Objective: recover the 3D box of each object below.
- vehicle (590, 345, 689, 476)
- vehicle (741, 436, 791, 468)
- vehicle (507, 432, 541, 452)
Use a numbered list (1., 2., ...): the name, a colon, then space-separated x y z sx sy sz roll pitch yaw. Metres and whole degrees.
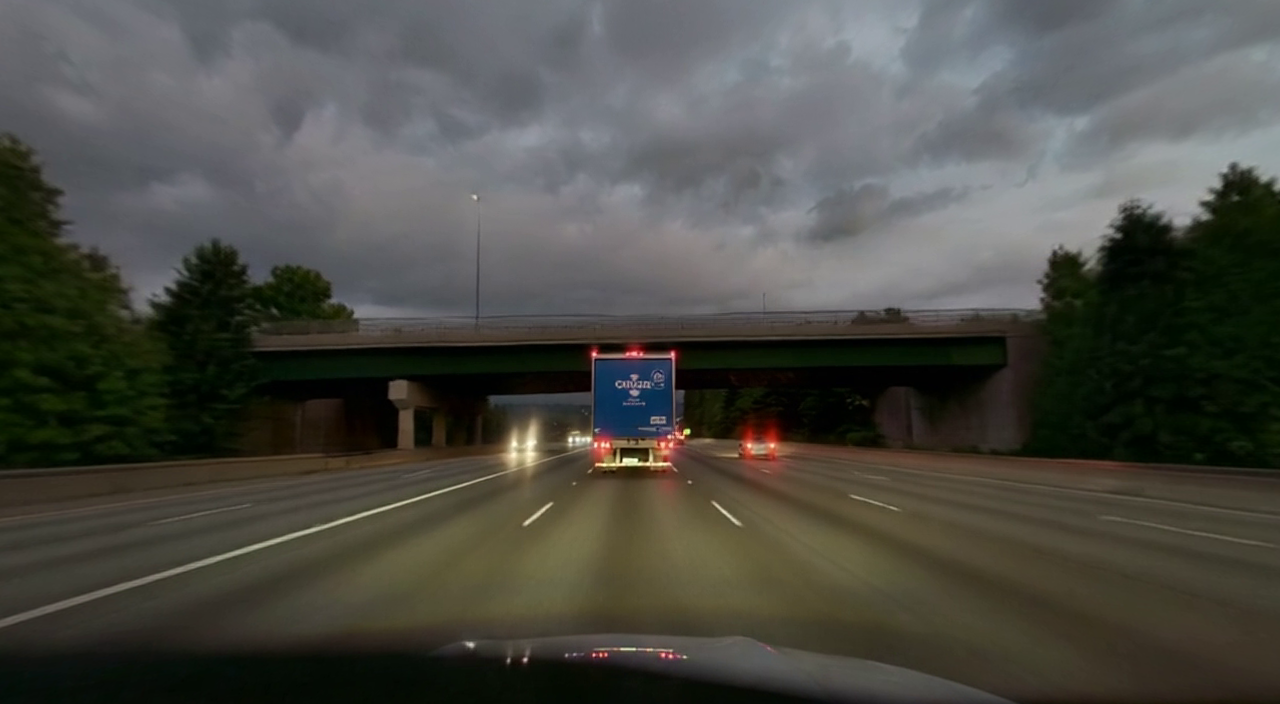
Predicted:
1. vehicle: -0.247 2.369 23.667 2.895 3.861 10.213 0 -8 -3
2. vehicle: 7.447 5.922 37.599 2.050 1.637 4.397 3 -7 0
3. vehicle: -9.114 7.069 49.630 1.955 1.453 3.855 0 -8 0
